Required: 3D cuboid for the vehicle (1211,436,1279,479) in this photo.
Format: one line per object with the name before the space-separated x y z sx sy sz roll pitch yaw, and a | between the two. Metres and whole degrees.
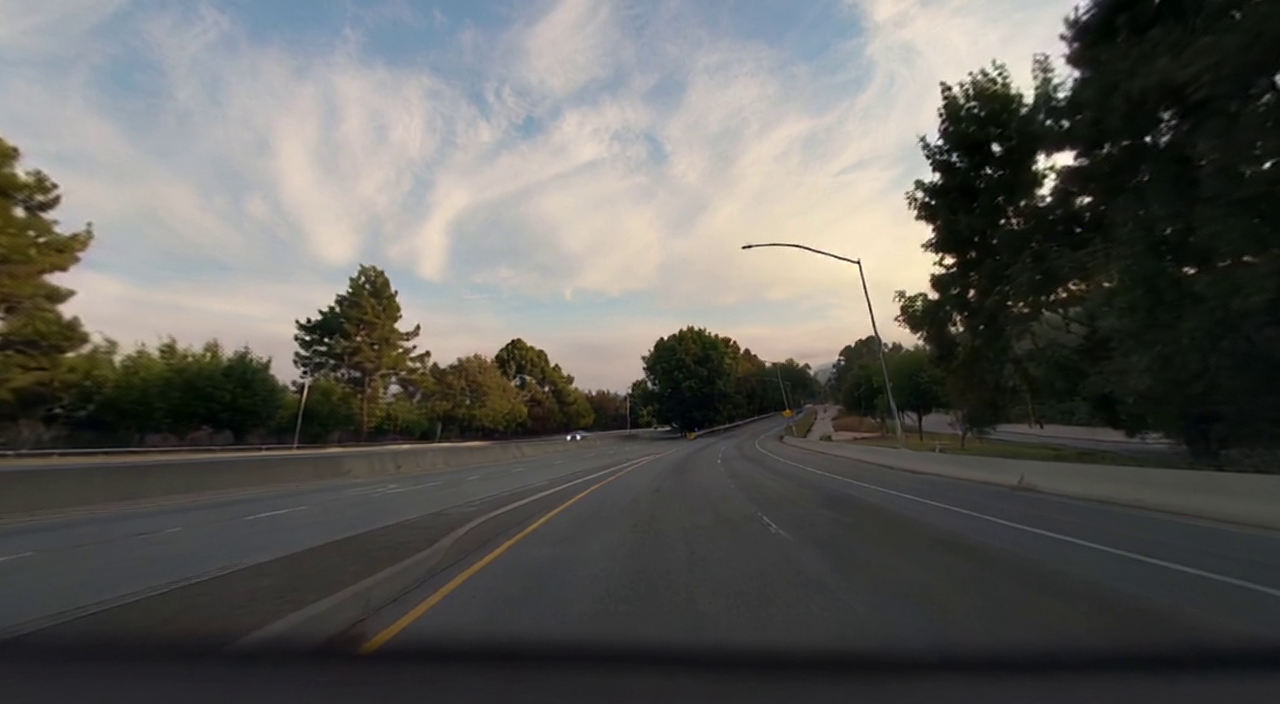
vehicle | 35.909 5.961 35.717 2.193 2.281 5.602 -2 -10 8
